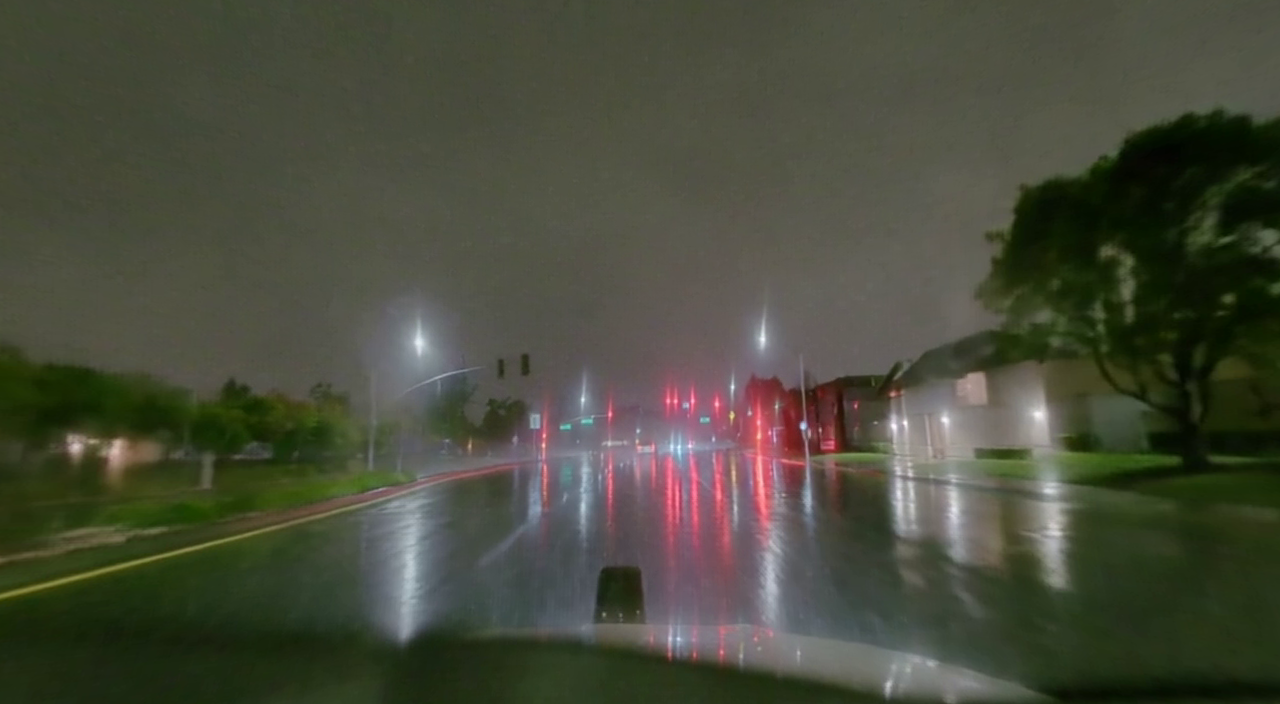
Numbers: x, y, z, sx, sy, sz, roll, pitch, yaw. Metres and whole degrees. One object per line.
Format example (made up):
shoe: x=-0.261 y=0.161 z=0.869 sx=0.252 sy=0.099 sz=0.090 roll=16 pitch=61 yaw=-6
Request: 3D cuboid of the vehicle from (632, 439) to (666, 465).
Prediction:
vehicle: x=0.595 y=6.326 z=40.242 sx=2.037 sy=1.568 sz=3.693 roll=-1 pitch=-8 yaw=2
